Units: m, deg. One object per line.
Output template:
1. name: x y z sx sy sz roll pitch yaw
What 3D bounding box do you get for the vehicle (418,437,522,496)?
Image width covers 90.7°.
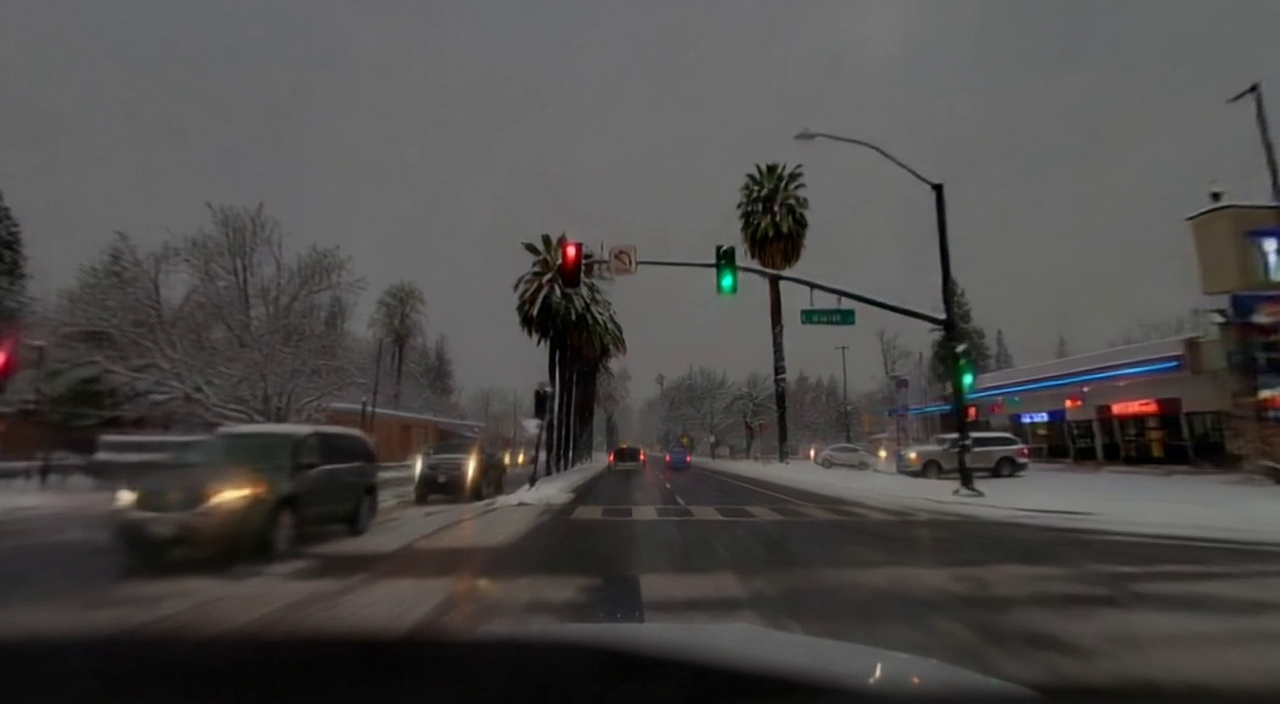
1. vehicle: -5.242 3.579 20.178 2.060 1.643 4.359 0 -9 0

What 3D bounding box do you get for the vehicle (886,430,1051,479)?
1. vehicle: 13.682 4.298 26.601 5.718 1.911 2.088 0 -9 -2

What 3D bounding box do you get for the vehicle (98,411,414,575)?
1. vehicle: -5.144 1.893 9.443 2.032 1.747 4.479 -2 -8 -2

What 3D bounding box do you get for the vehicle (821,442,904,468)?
1. vehicle: 13.648 6.362 39.001 4.360 1.523 1.900 0 -9 -1

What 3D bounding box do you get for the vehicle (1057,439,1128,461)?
1. vehicle: 34.503 7.461 48.337 3.956 1.515 1.738 -3 -7 6

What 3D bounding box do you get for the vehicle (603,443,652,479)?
1. vehicle: -0.606 5.081 29.699 2.160 1.508 4.319 0 -9 -2

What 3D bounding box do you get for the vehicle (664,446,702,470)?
1. vehicle: 2.752 6.935 41.518 2.060 1.471 4.168 0 -9 -2
